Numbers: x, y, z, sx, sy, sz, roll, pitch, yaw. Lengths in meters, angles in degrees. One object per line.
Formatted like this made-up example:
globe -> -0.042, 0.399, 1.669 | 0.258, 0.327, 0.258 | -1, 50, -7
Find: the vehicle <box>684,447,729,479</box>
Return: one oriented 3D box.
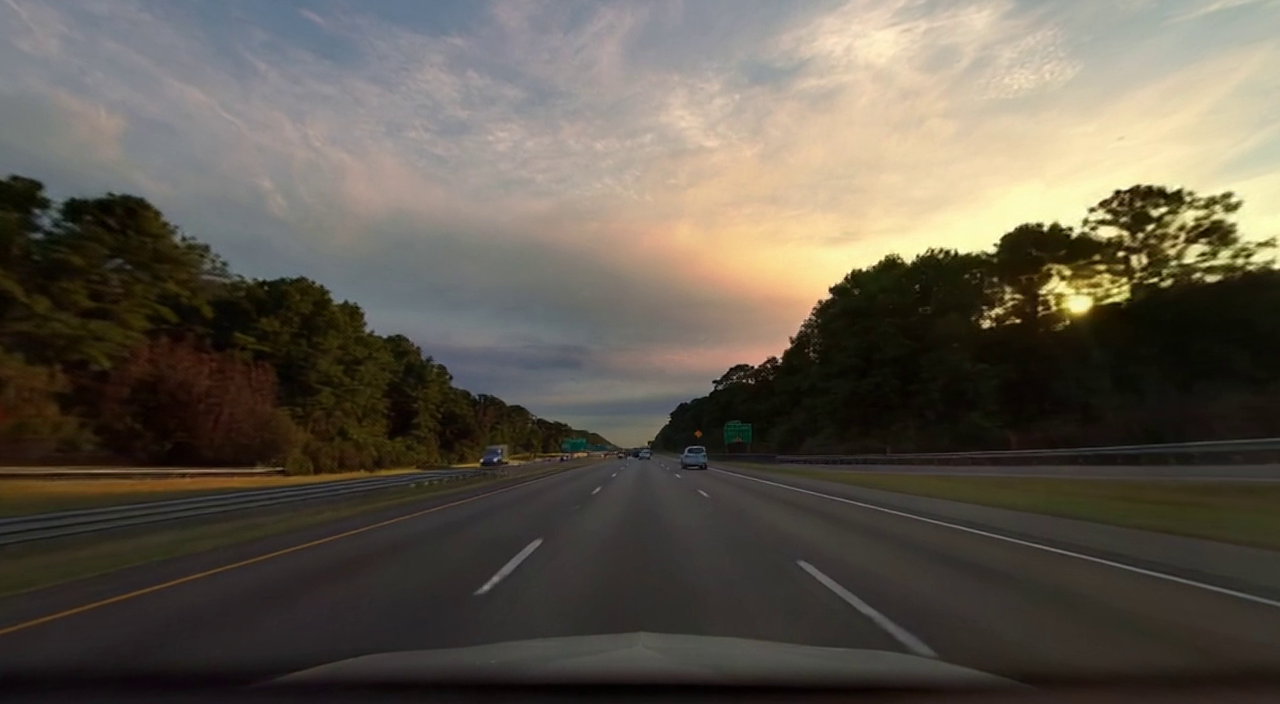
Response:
vehicle -> 3.619, 6.119, 35.025 | 2.019, 1.601, 3.953 | 0, -9, 0
